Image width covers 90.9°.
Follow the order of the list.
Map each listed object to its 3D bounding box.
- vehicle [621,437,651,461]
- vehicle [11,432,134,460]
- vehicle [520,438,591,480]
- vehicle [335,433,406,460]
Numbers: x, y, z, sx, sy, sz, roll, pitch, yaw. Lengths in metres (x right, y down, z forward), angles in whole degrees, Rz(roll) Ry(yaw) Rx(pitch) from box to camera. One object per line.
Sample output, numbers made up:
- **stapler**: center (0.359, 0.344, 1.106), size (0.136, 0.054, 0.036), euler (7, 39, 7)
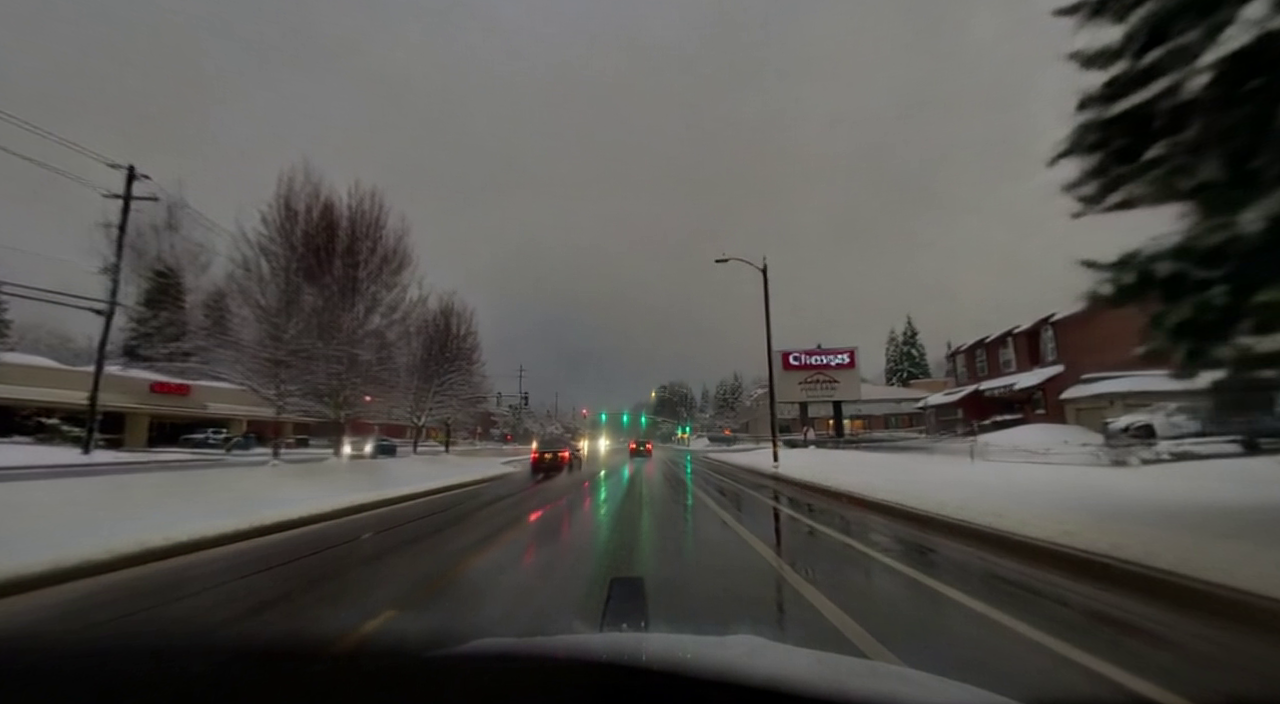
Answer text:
- **vehicle**: center (-0.265, 7.317, 47.637), size (2.153, 1.764, 4.047), euler (0, -8, 0)
- **vehicle**: center (-38.737, 6.464, 43.190), size (5.670, 1.815, 2.766), euler (0, -9, -1)
- **vehicle**: center (-3.179, 4.142, 24.702), size (2.015, 1.470, 4.458), euler (0, -8, 2)
- **vehicle**: center (-16.743, 5.918, 39.509), size (2.341, 1.527, 4.616), euler (0, -8, 1)
